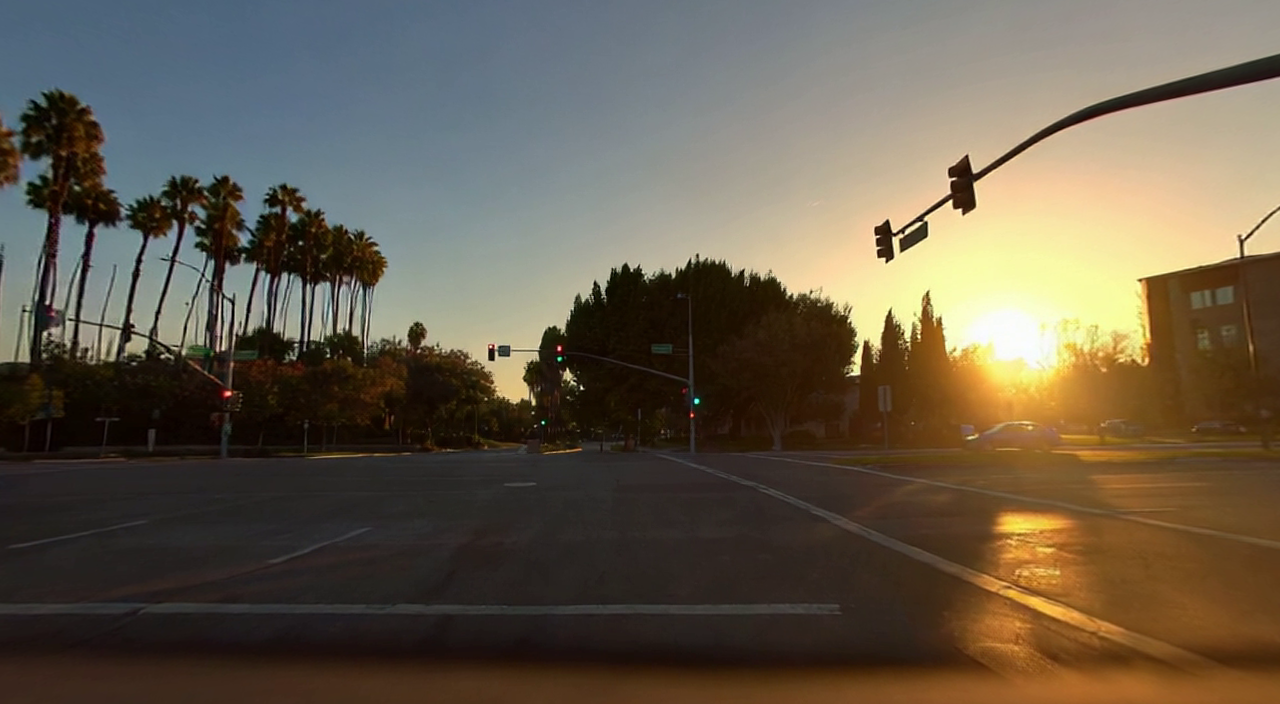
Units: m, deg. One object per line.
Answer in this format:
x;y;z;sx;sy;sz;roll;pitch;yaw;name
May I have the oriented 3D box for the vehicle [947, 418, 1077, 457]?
17.490;4.048;29.675;4.820;1.751;2.050;0;-8;-1;vehicle
